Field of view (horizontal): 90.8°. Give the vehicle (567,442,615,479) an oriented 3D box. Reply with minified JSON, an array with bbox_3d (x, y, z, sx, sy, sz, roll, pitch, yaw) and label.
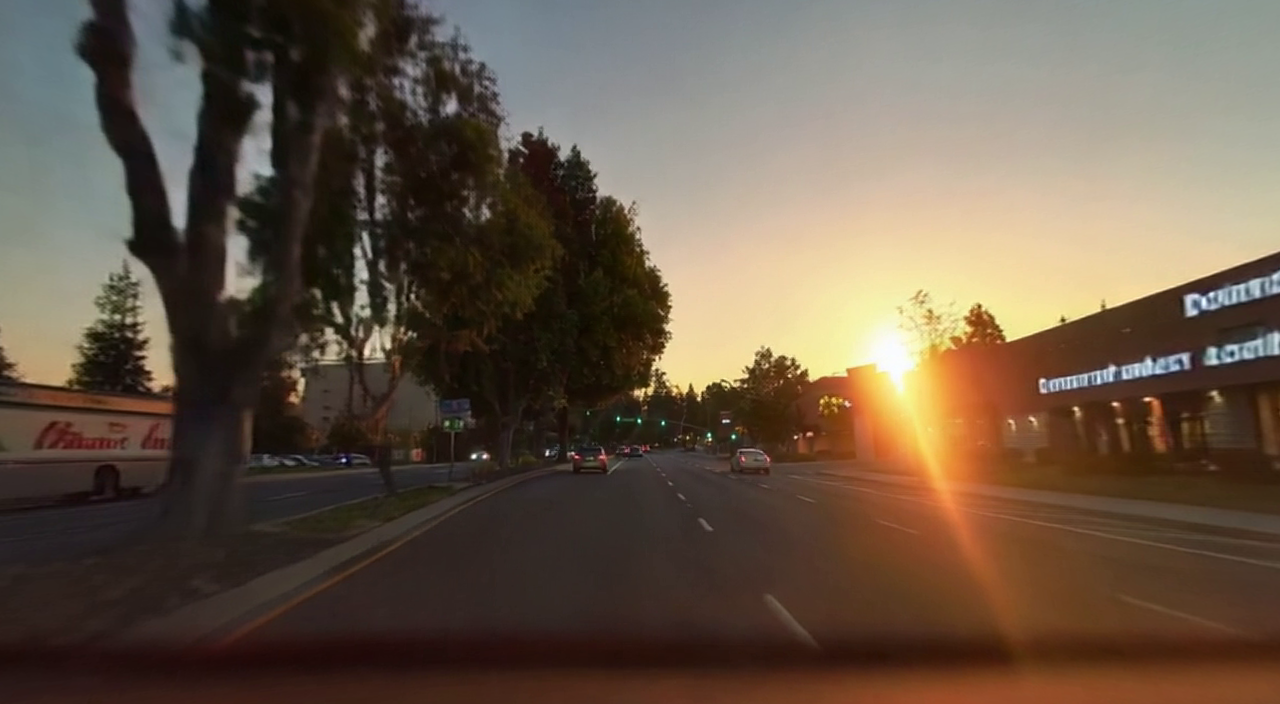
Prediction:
[{"bbox_3d":[-2.254,5.002,29.471,2.072,1.545,4.578,0,-8,-4],"label":"vehicle"}]

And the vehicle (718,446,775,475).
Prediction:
[{"bbox_3d":[5.810,5.941,34.987,2.075,1.475,4.571,0,-8,-4],"label":"vehicle"}]

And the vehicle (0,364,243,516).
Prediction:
[{"bbox_3d":[-19.229,2.722,19.440,3.133,4.167,16.699,-1,-8,0],"label":"vehicle"}]
